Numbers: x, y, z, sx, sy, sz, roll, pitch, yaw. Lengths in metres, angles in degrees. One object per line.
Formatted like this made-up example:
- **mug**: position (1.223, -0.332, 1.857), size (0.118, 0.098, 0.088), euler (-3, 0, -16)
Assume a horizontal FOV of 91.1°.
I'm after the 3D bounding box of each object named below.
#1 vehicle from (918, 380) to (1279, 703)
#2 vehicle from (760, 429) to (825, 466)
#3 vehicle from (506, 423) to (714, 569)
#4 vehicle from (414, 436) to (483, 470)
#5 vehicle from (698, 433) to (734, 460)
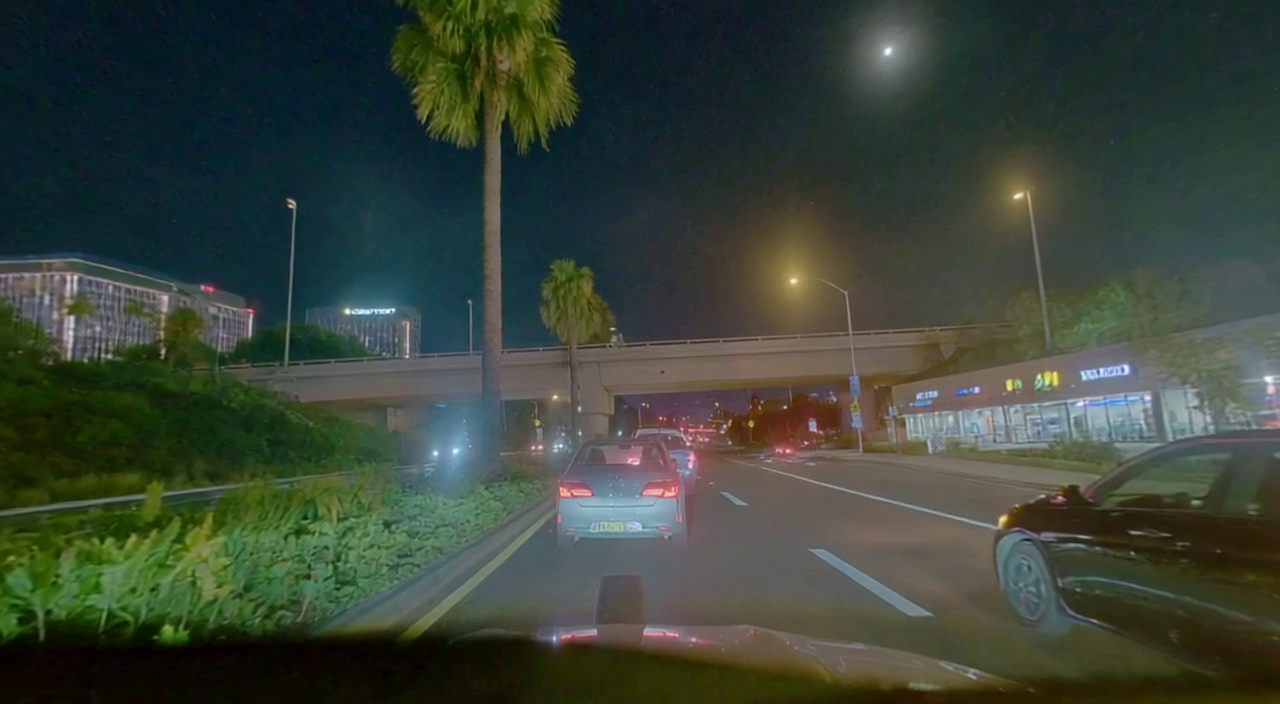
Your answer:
- **vehicle**: position (3.386, 0.966, 2.943), size (2.034, 1.517, 4.840), euler (0, -8, 1)
- **vehicle**: position (8.031, 5.129, 33.648), size (2.242, 1.817, 4.837), euler (0, -8, 0)
- **vehicle**: position (-0.258, 1.805, 8.632), size (2.172, 1.506, 4.018), euler (0, -8, 2)
- **vehicle**: position (-11.894, 6.302, 39.507), size (2.386, 1.943, 5.700), euler (0, -8, 1)
- **vehicle**: position (5.048, 6.306, 42.048), size (1.947, 1.716, 4.110), euler (0, -8, 0)
